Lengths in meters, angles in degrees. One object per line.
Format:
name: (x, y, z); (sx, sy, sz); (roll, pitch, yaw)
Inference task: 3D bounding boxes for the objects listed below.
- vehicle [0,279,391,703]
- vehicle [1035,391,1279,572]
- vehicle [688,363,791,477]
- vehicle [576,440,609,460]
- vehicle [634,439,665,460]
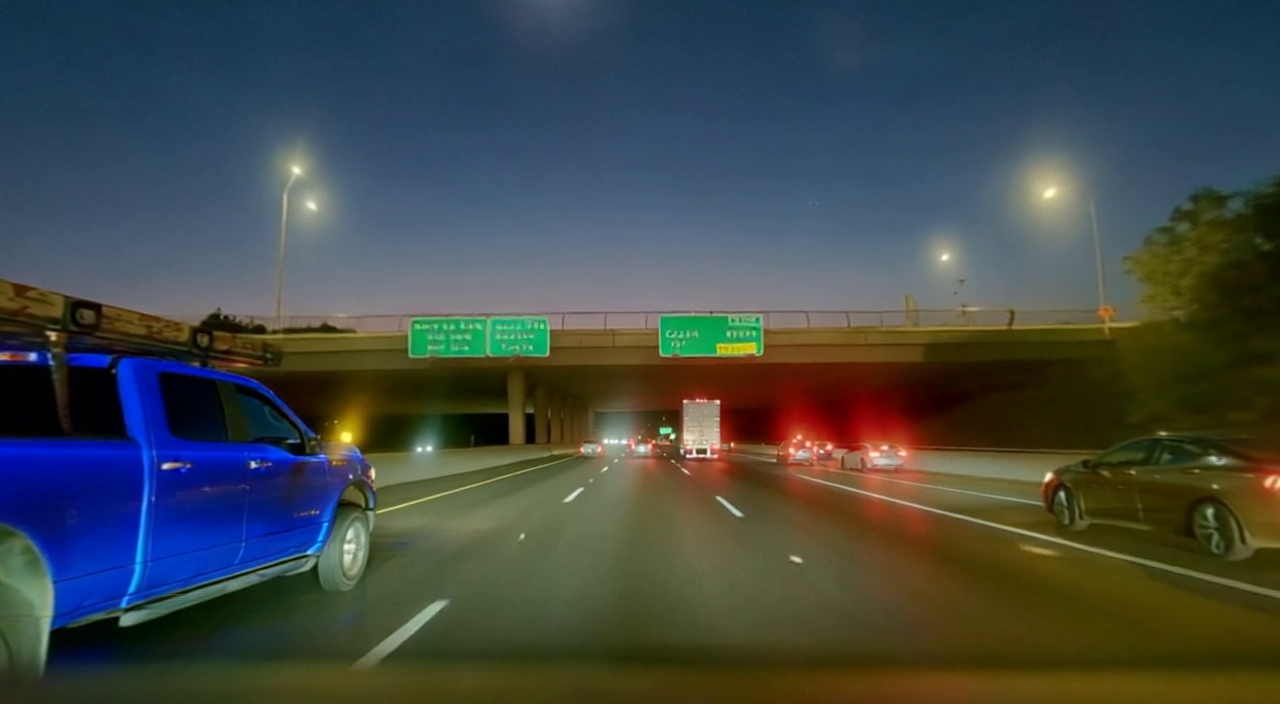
vehicle: (-4.123, 0.862, 3.762); (2.599, 2.054, 6.288); (0, -8, 1)
vehicle: (7.075, 1.419, 7.274); (1.999, 1.700, 4.640); (0, -8, 0)
vehicle: (4.017, 3.365, 28.916); (2.885, 4.036, 12.891); (0, -8, 1)
vehicle: (-3.479, 7.269, 46.820); (2.077, 1.446, 4.106); (0, -8, 0)
vehicle: (0.652, 7.068, 45.694); (2.092, 1.446, 4.092); (0, -8, 0)
